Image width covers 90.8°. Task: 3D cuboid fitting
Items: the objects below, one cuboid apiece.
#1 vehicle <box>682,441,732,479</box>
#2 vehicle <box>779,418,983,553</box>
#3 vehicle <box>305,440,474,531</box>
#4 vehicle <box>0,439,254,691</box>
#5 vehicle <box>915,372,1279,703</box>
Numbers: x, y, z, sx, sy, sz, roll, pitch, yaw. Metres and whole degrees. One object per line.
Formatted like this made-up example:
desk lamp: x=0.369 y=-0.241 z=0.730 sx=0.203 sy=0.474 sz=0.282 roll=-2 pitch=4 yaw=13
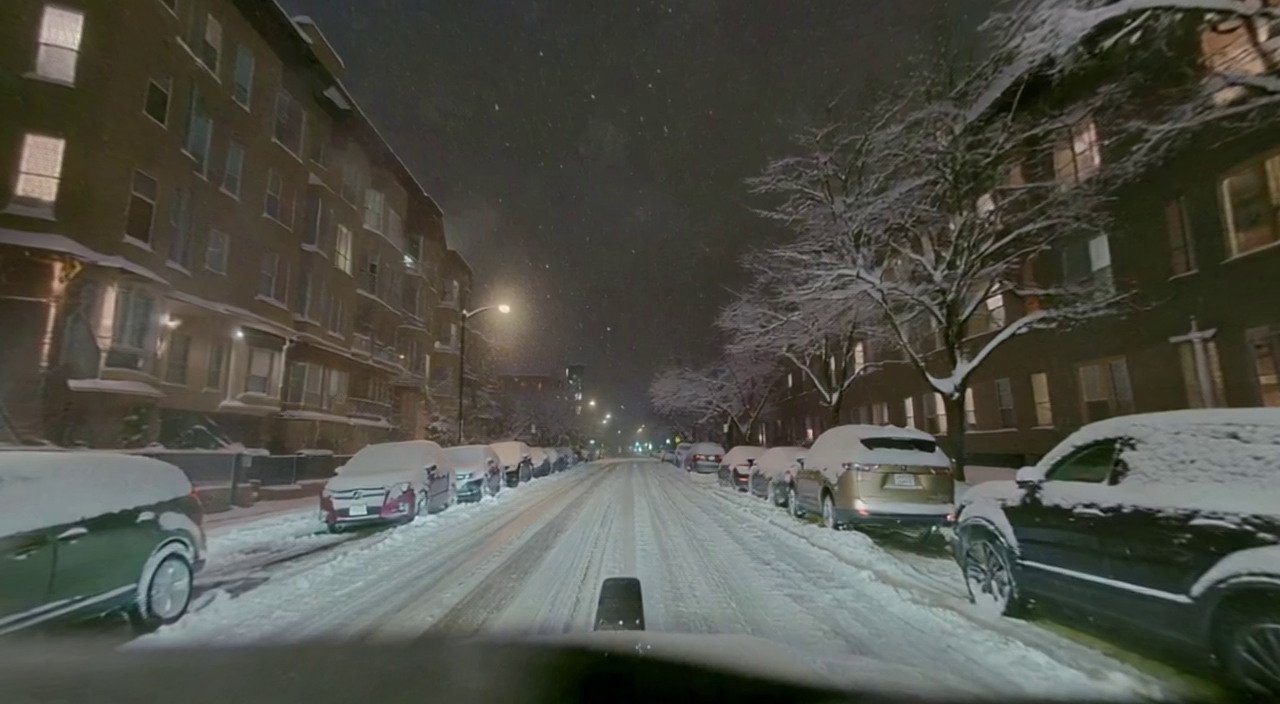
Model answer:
vehicle: x=3.373 y=5.518 z=32.740 sx=1.912 sy=1.781 sz=5.159 roll=0 pitch=-8 yaw=-1
vehicle: x=3.824 y=2.174 z=11.070 sx=1.911 sy=1.835 sz=4.599 roll=0 pitch=-8 yaw=2
vehicle: x=-5.268 y=2.801 z=13.929 sx=2.274 sy=1.679 sz=3.639 roll=0 pitch=-7 yaw=-1
vehicle: x=-4.762 y=1.329 z=4.151 sx=1.830 sy=1.493 sz=4.373 roll=0 pitch=-8 yaw=-2
vehicle: x=3.723 y=1.117 z=3.821 sx=1.886 sy=1.727 sz=4.678 roll=0 pitch=-8 yaw=-1
